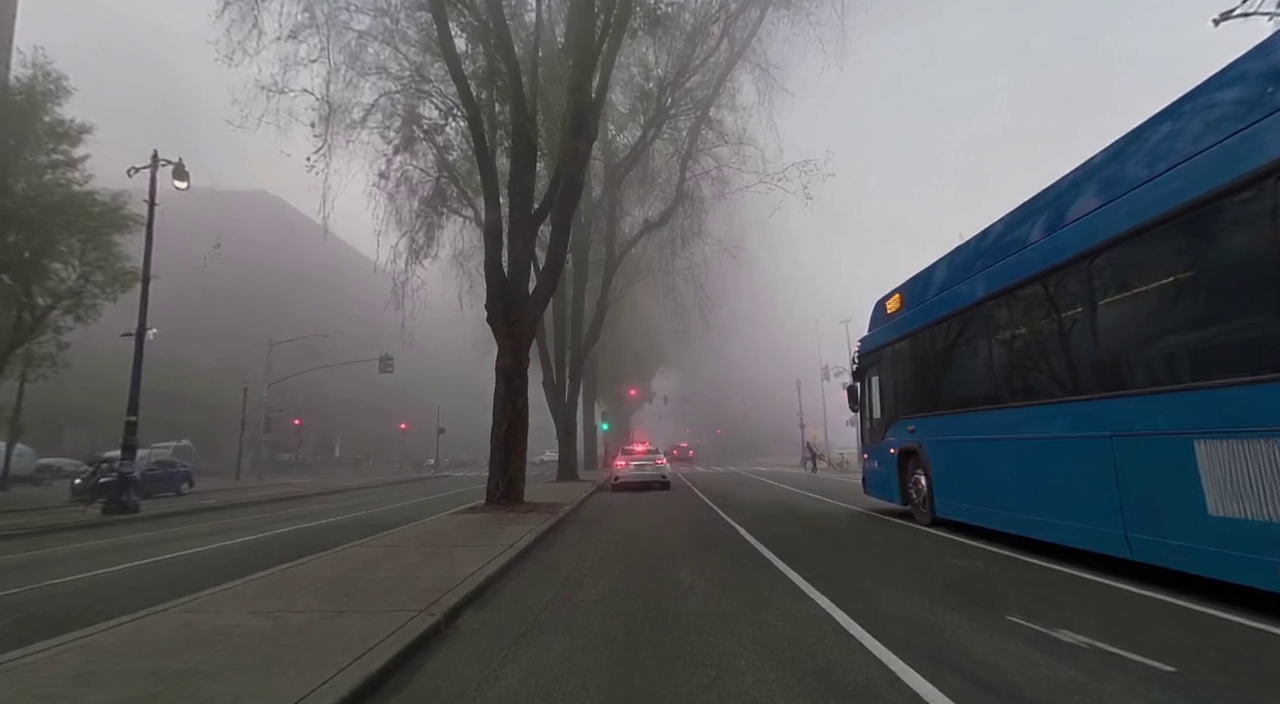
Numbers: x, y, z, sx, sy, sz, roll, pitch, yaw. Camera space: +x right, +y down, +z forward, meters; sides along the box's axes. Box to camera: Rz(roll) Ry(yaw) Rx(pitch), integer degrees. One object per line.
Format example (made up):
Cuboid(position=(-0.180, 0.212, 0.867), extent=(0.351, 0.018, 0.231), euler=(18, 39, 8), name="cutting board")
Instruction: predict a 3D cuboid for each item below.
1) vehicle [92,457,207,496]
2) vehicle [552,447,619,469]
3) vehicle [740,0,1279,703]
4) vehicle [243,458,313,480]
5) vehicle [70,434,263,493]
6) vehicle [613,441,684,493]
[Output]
Cuboid(position=(-26.014, 6.545, 33.600), extent=(4.570, 1.858, 1.942), euler=(7, -11, -40), name="vehicle")
Cuboid(position=(-3.776, 7.338, 43.879), extent=(4.417, 1.490, 1.816), euler=(-5, -10, 31), name="vehicle")
Cuboid(position=(3.423, 0.117, 4.102), extent=(3.250, 3.731, 13.693), euler=(0, -8, 0), name="vehicle")
Cuboid(position=(-27.563, 8.889, 48.184), extent=(4.483, 1.461, 1.773), euler=(5, -10, -29), name="vehicle")
Cuboid(position=(-29.251, 6.897, 39.627), extent=(9.150, 3.310, 2.988), euler=(6, -12, -37), name="vehicle")
Cuboid(position=(0.310, 3.801, 21.184), extent=(2.123, 1.544, 4.158), euler=(0, -8, 1), name="vehicle")
